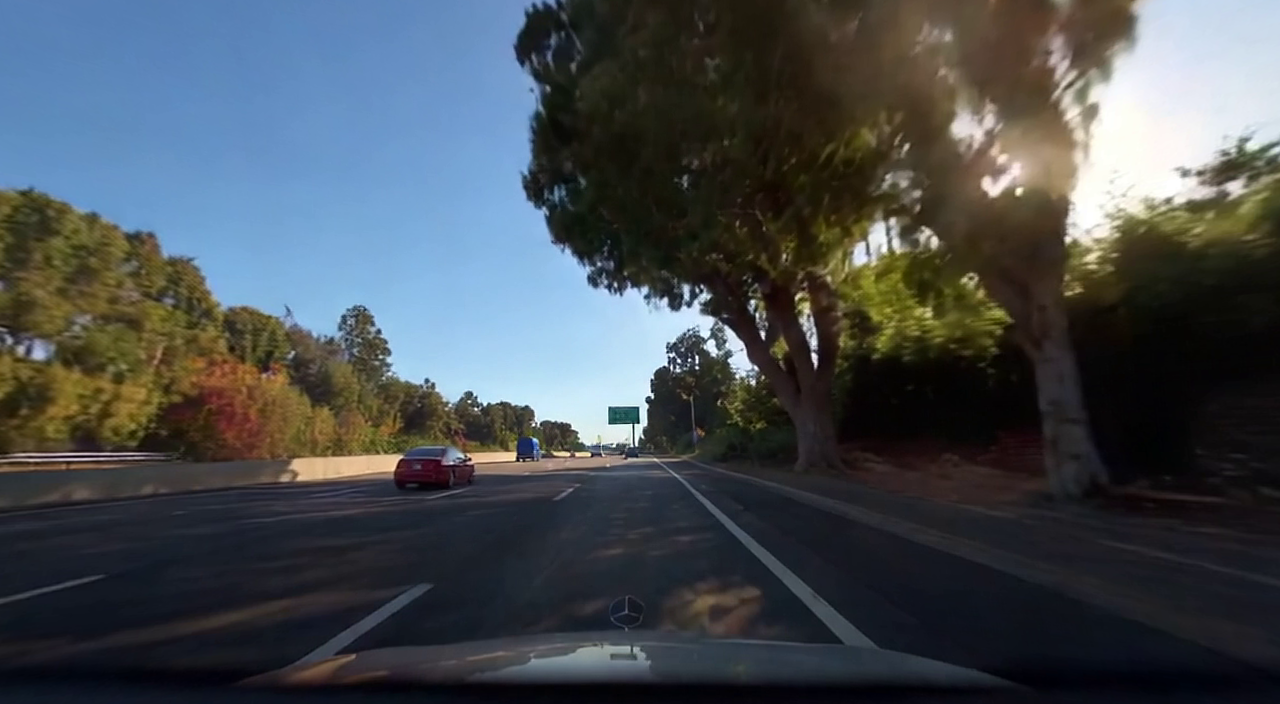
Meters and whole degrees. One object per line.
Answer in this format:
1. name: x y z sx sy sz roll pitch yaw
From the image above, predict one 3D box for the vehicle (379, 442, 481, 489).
1. vehicle: -7.348 4.010 22.681 1.981 1.486 4.735 0 -8 1
